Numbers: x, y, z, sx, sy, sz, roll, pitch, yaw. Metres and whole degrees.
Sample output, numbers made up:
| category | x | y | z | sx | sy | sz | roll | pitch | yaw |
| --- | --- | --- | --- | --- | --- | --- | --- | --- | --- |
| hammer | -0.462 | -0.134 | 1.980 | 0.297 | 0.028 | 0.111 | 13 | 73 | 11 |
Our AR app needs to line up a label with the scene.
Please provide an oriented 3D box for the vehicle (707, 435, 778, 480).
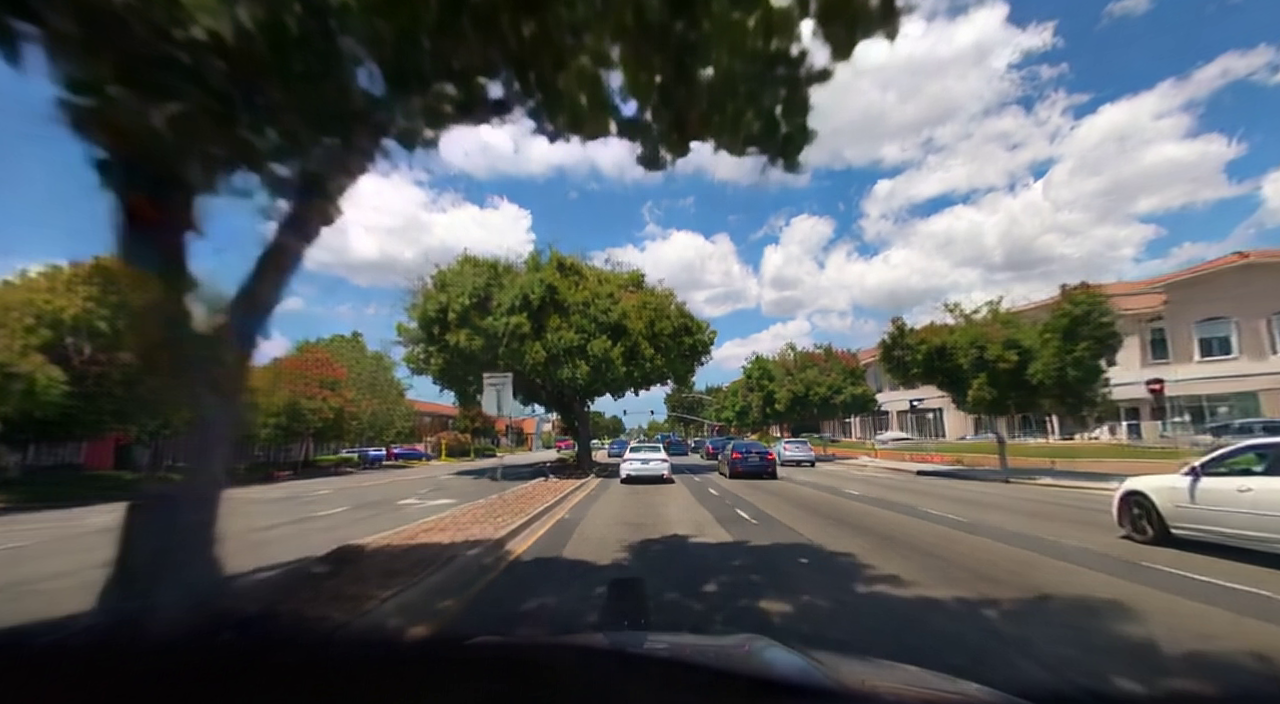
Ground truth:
| category | x | y | z | sx | sy | sz | roll | pitch | yaw |
| --- | --- | --- | --- | --- | --- | --- | --- | --- | --- |
| vehicle | 3.794 | 3.988 | 24.121 | 1.988 | 1.528 | 4.144 | 0 | -8 | 0 |

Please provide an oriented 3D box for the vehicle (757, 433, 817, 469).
| category | x | y | z | sx | sy | sz | roll | pitch | yaw |
| --- | --- | --- | --- | --- | --- | --- | --- | --- | --- |
| vehicle | 7.512 | 5.099 | 32.642 | 2.044 | 1.701 | 4.397 | 0 | -8 | 0 |

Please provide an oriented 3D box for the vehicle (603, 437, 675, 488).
| category | x | y | z | sx | sy | sz | roll | pitch | yaw |
| --- | --- | --- | --- | --- | --- | --- | --- | --- | --- |
| vehicle | -0.001 | 3.535 | 20.476 | 2.096 | 1.473 | 3.893 | 0 | -8 | 1 |

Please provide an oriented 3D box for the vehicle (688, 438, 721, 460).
| category | x | y | z | sx | sy | sz | roll | pitch | yaw |
| --- | --- | --- | --- | --- | --- | --- | --- | --- | --- |
| vehicle | 4.539 | 6.919 | 44.977 | 1.862 | 1.457 | 4.204 | 0 | -8 | 0 |

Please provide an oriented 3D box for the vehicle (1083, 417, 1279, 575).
| category | x | y | z | sx | sy | sz | roll | pitch | yaw |
| --- | --- | --- | --- | --- | --- | --- | --- | --- | --- |
| vehicle | 7.156 | 1.459 | 6.577 | 1.892 | 1.515 | 4.400 | 0 | -8 | 1 |
